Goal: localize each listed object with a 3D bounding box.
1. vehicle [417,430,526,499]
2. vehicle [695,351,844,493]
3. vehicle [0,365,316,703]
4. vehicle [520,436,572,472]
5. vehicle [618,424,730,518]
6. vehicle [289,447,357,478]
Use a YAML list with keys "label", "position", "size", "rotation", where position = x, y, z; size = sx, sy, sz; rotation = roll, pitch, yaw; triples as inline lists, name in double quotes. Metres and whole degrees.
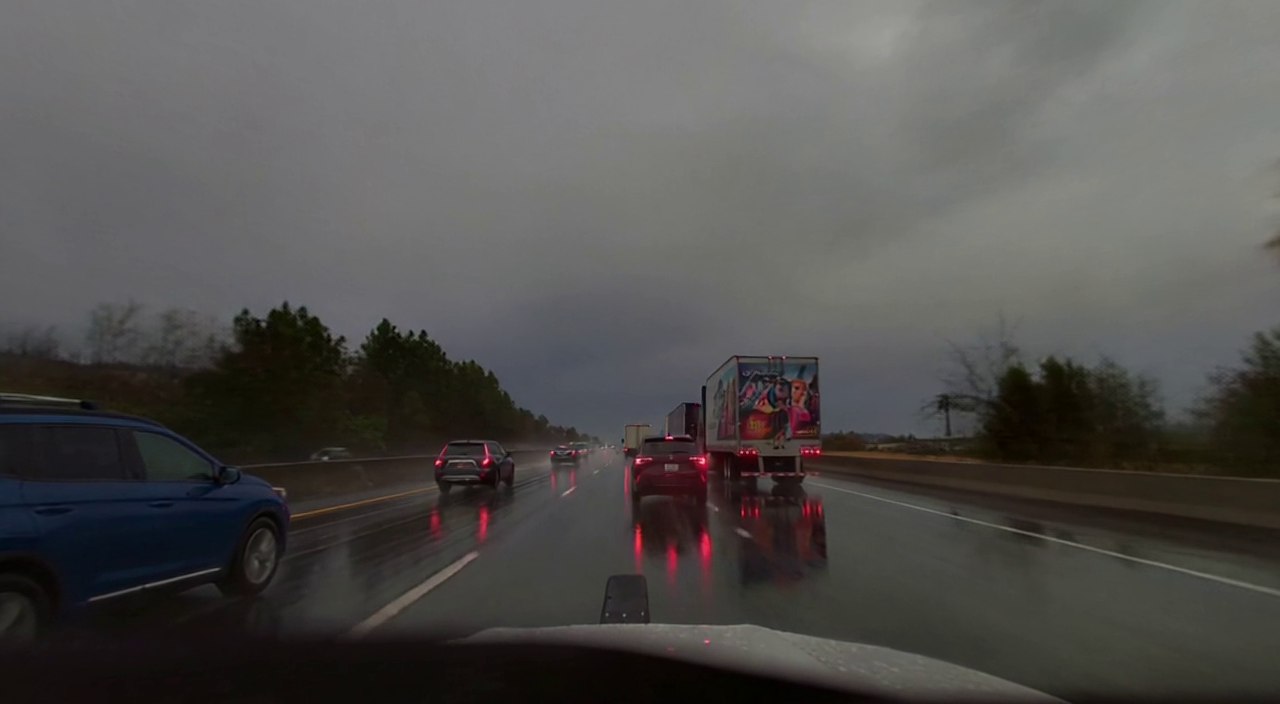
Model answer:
- label: "vehicle"
  position: [-4.375, 2.966, 17.023]
  size: [1.905, 1.642, 3.803]
  rotation: [0, -8, 0]
- label: "vehicle"
  position: [4.329, 3.000, 25.259]
  size: [2.828, 4.081, 14.220]
  rotation: [0, -8, -1]
- label: "vehicle"
  position: [-4.094, 1.003, 3.710]
  size: [1.983, 1.666, 4.452]
  rotation: [0, -8, 0]
- label: "vehicle"
  position: [-4.760, 5.211, 32.397]
  size: [2.014, 1.683, 4.275]
  rotation: [0, -8, 0]
- label: "vehicle"
  position: [0.577, 2.404, 13.168]
  size: [2.017, 1.662, 3.543]
  rotation: [0, -8, -1]
- label: "vehicle"
  position: [-18.905, 6.588, 37.765]
  size: [1.873, 1.674, 4.333]
  rotation: [0, -8, -1]
